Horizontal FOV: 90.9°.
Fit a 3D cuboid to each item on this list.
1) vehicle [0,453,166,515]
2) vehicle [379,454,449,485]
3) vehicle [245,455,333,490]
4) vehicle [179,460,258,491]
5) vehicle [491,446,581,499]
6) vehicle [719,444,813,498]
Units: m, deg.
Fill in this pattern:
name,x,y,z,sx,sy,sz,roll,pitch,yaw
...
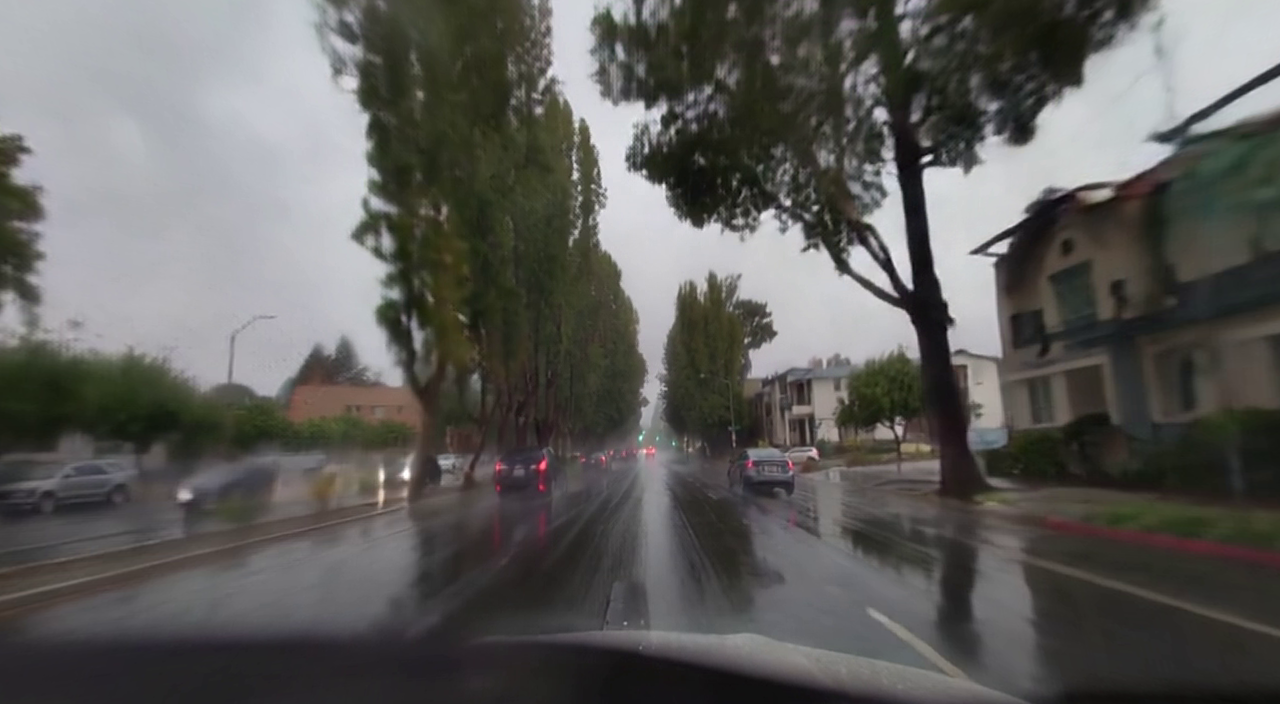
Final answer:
name,x,y,z,sx,sy,sz,roll,pitch,yaw
vehicle,-22.412,5.257,25.702,2.523,2.213,4.637,0,-8,-1
vehicle,-12.211,6.338,34.434,2.000,1.504,4.720,0,-9,1
vehicle,-22.368,7.665,40.434,2.928,2.070,4.368,-1,-9,3
vehicle,-26.876,7.873,40.402,1.928,1.764,4.599,0,-8,-1
vehicle,-3.175,3.776,20.205,2.053,1.480,4.381,0,-8,1
vehicle,3.818,3.668,19.943,2.010,1.486,4.498,0,-8,-1
